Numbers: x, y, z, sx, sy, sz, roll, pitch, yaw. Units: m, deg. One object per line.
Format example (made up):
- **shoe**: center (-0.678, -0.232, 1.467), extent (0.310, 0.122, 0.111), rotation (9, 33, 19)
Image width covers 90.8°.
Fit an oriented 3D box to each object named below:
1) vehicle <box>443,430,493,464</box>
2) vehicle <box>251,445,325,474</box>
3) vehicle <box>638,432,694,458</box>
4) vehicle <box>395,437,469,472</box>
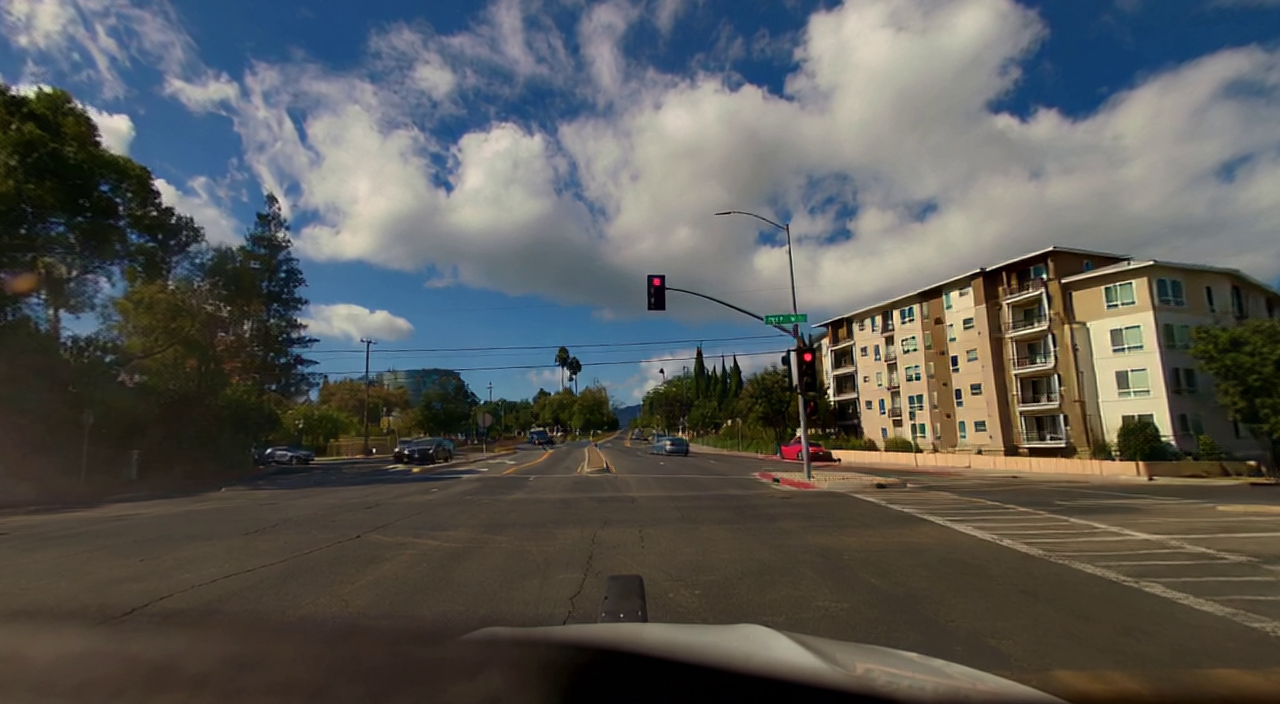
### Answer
- **vehicle**: center (-9.788, 5.456, 36.187), extent (1.910, 1.818, 4.057), rotation (0, -9, -3)
- **vehicle**: center (-21.109, 6.463, 38.095), extent (1.981, 1.628, 4.336), rotation (0, -9, -1)
- **vehicle**: center (1.592, 5.943, 40.387), extent (2.073, 1.571, 4.790), rotation (3, -9, -17)
- **vehicle**: center (-9.685, 4.794, 29.776), extent (2.116, 1.521, 4.294), rotation (0, -9, -1)
